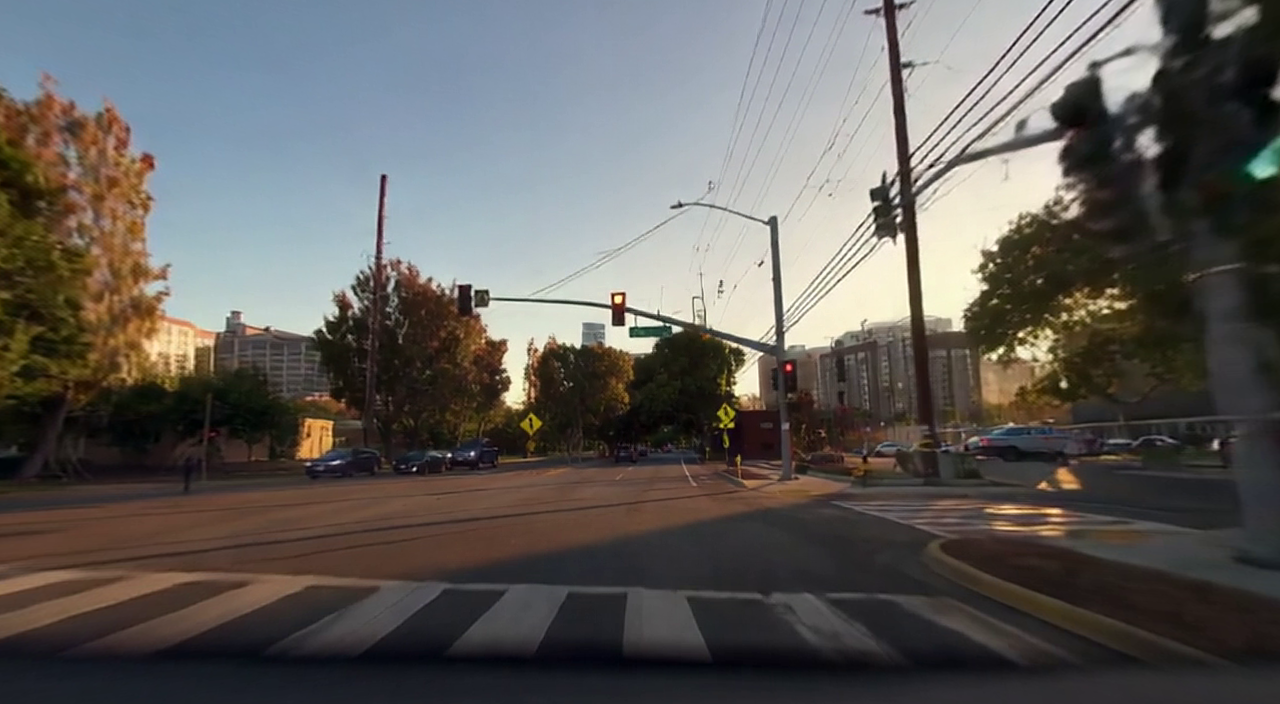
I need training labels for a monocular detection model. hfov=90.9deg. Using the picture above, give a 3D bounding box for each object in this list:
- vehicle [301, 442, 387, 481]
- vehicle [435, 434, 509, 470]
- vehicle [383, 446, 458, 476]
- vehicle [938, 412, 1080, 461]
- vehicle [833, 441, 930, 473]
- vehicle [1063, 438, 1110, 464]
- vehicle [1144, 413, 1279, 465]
[{"bbox_3d":[-15.527,5.758,33.406,2.112,1.880,4.479,-1,-8,4],"label":"vehicle"},{"bbox_3d":[-11.538,6.922,43.832,2.798,2.249,6.296,-1,-8,6],"label":"vehicle"},{"bbox_3d":[-12.054,6.017,34.985,2.090,1.519,4.919,-1,-8,4],"label":"vehicle"},{"bbox_3d":[19.080,4.496,32.951,2.609,2.332,5.734,4,-10,-26],"label":"vehicle"},{"bbox_3d":[12.821,5.557,33.809,1.897,1.532,4.694,3,-9,-27],"label":"vehicle"},{"bbox_3d":[29.454,6.513,41.667,1.740,1.414,3.875,-6,-7,25],"label":"vehicle"},{"bbox_3d":[25.758,3.724,26.780,2.370,2.038,6.186,4,-9,-24],"label":"vehicle"}]
